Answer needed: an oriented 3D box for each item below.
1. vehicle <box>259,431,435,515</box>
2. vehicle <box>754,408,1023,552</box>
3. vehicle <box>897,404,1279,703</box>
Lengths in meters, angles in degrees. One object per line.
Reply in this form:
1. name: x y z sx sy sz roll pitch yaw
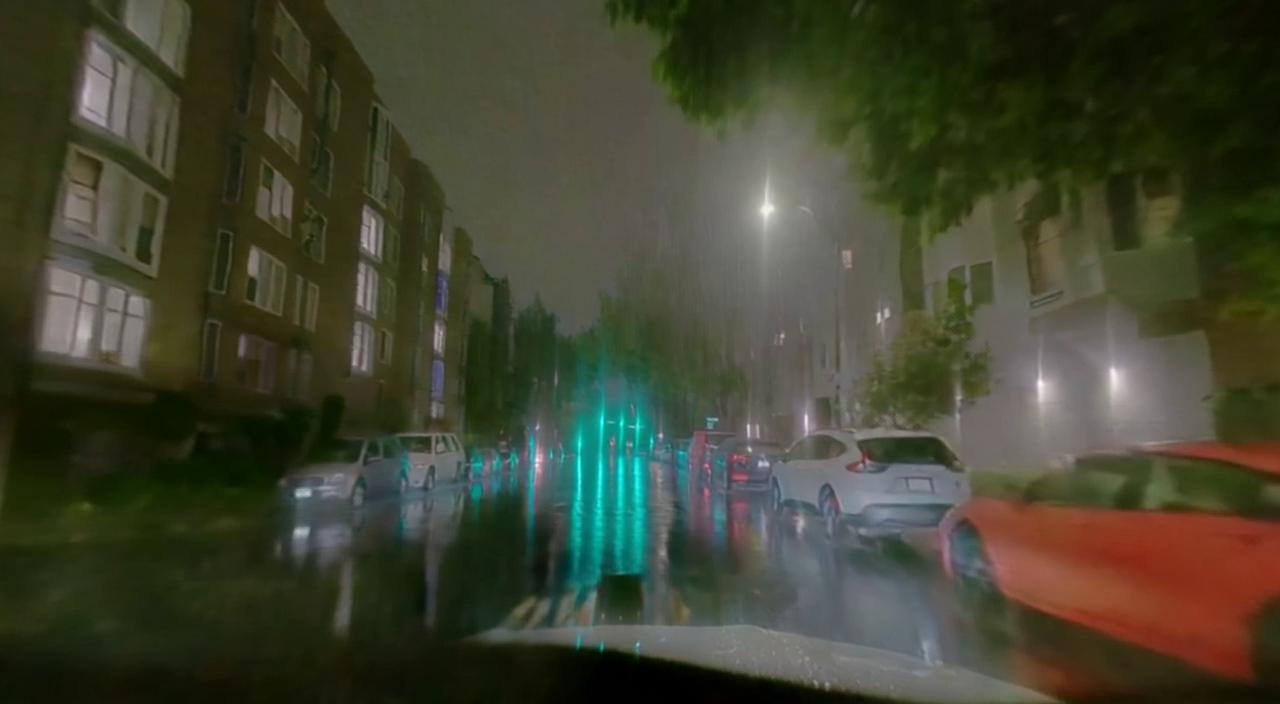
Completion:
1. vehicle: -7.618 3.255 17.232 2.384 1.781 5.492 -3 -10 -2
2. vehicle: 3.779 2.119 11.235 2.280 1.850 5.961 0 -9 -1
3. vehicle: 3.742 1.189 4.063 2.050 1.502 4.826 0 -9 -1
